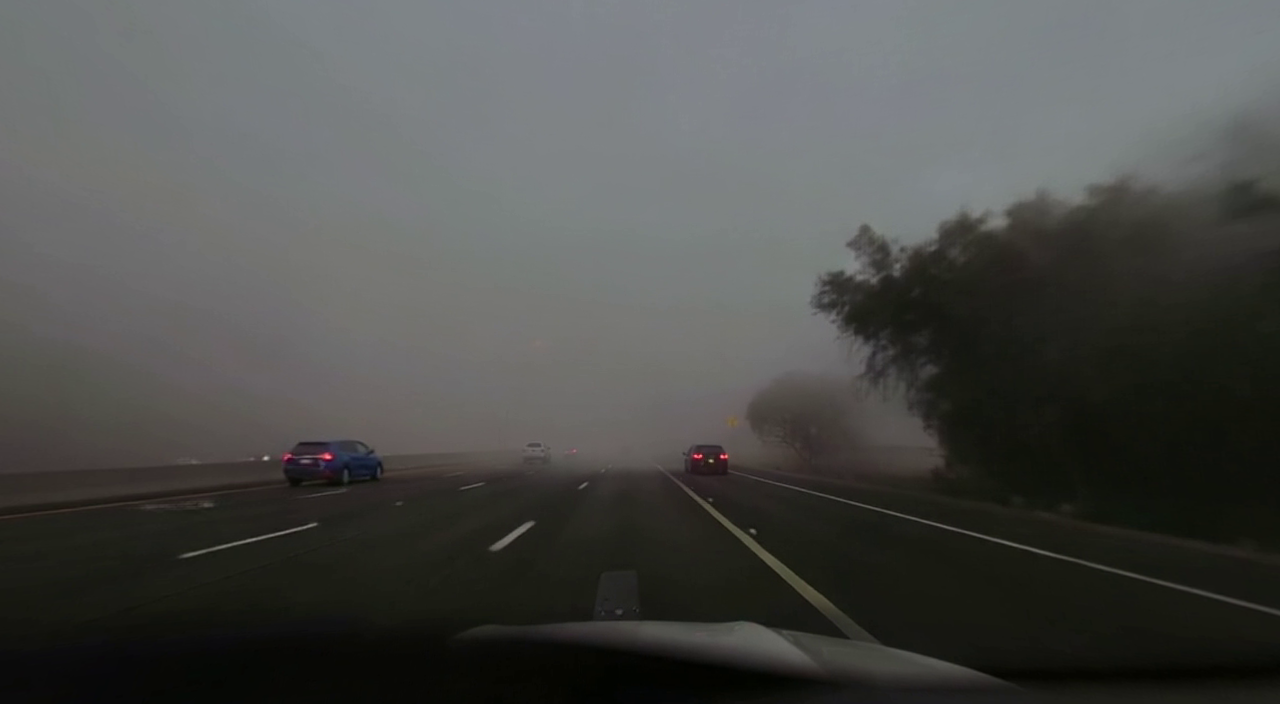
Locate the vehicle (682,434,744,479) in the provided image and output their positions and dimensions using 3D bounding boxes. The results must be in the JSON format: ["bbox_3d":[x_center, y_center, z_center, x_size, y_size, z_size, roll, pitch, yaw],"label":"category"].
[{"bbox_3d":[3.231,4.760,28.916,2.184,1.892,4.763,0,-9,-2],"label":"vehicle"}]

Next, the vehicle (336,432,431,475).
[{"bbox_3d":[-14.795,5.921,36.886,2.736,2.262,6.533,0,-9,1],"label":"vehicle"}]

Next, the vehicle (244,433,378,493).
[{"bbox_3d":[-11.256,3.818,22.019,2.137,1.873,4.687,0,-9,0],"label":"vehicle"}]
